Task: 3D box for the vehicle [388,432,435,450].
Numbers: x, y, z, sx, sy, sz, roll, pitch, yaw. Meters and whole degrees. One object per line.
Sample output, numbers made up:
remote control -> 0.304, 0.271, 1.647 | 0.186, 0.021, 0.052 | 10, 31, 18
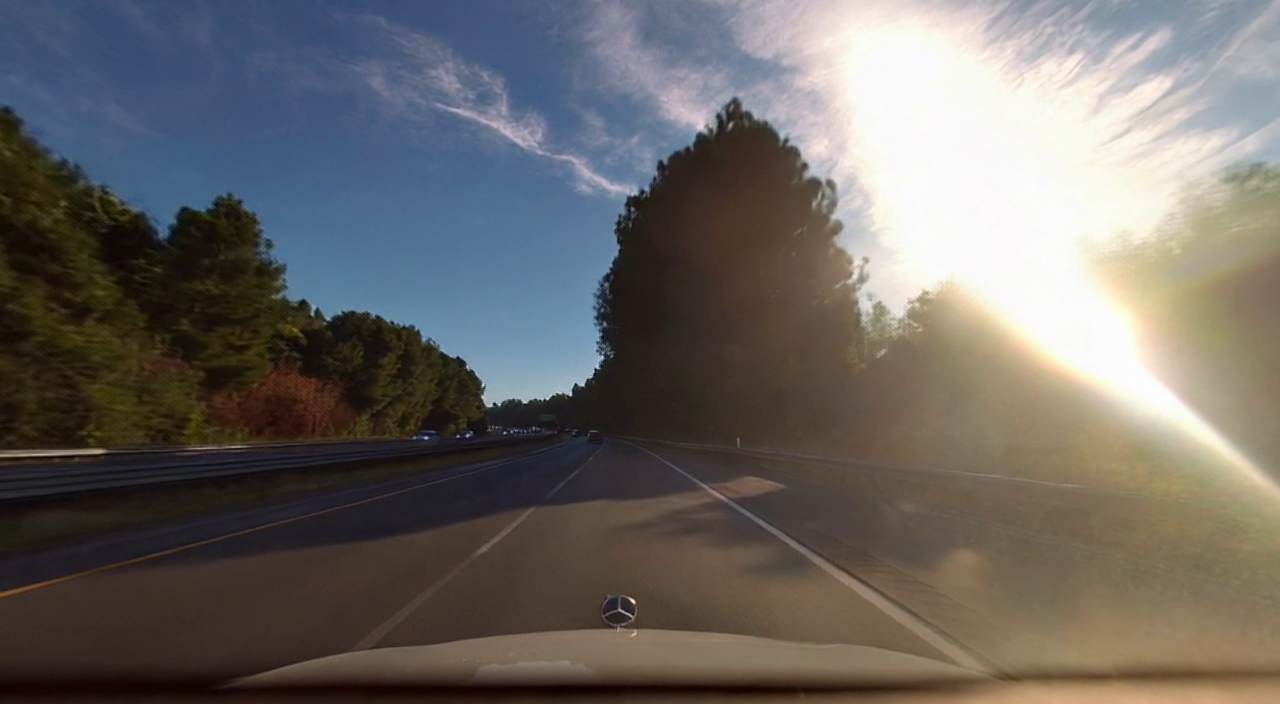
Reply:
vehicle -> -17.749, 6.938, 49.150 | 1.957, 1.378, 4.740 | 0, -8, -1
